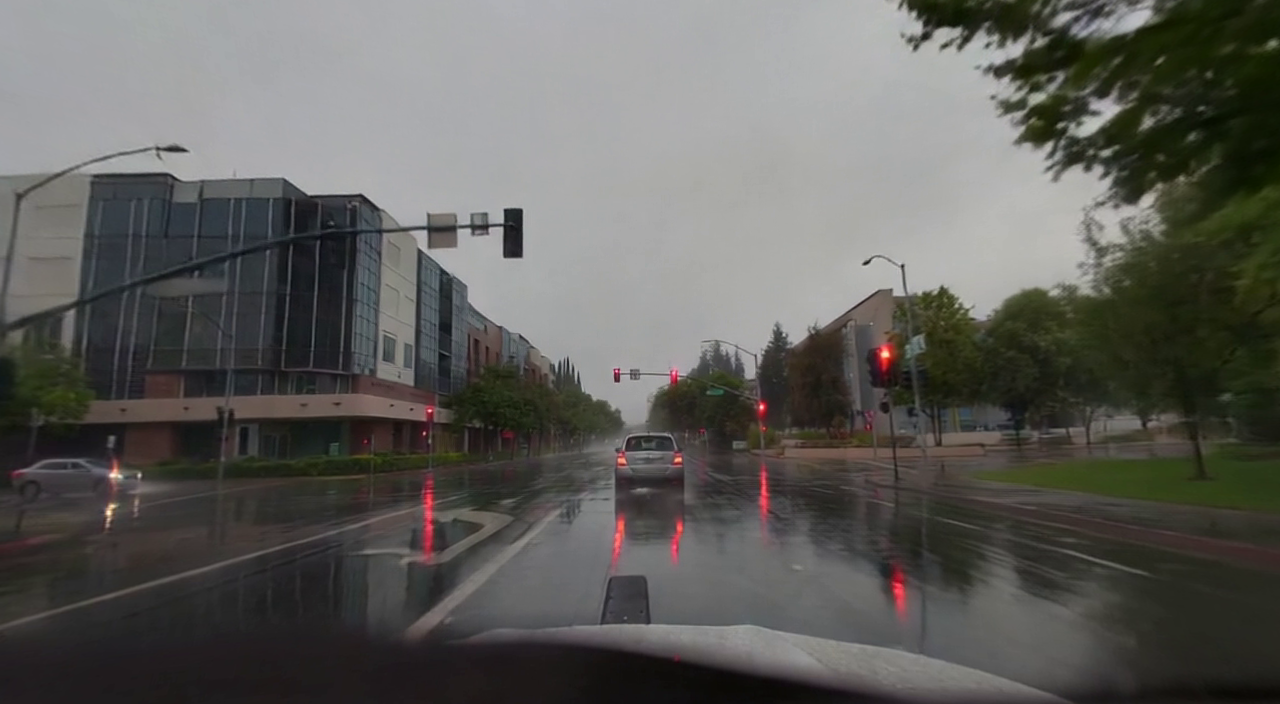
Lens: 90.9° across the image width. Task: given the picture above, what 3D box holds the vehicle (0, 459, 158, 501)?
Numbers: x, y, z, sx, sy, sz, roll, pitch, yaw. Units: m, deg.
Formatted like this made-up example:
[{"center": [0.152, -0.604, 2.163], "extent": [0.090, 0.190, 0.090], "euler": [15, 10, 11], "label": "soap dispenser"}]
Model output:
[{"center": [-21.403, 4.840, 24.028], "extent": [4.494, 1.475, 1.893], "euler": [-1, -8, 3], "label": "vehicle"}]

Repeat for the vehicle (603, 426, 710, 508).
[{"center": [0.331, 2.653, 14.968], "extent": [2.184, 1.640, 4.086], "euler": [0, -8, 0], "label": "vehicle"}]
